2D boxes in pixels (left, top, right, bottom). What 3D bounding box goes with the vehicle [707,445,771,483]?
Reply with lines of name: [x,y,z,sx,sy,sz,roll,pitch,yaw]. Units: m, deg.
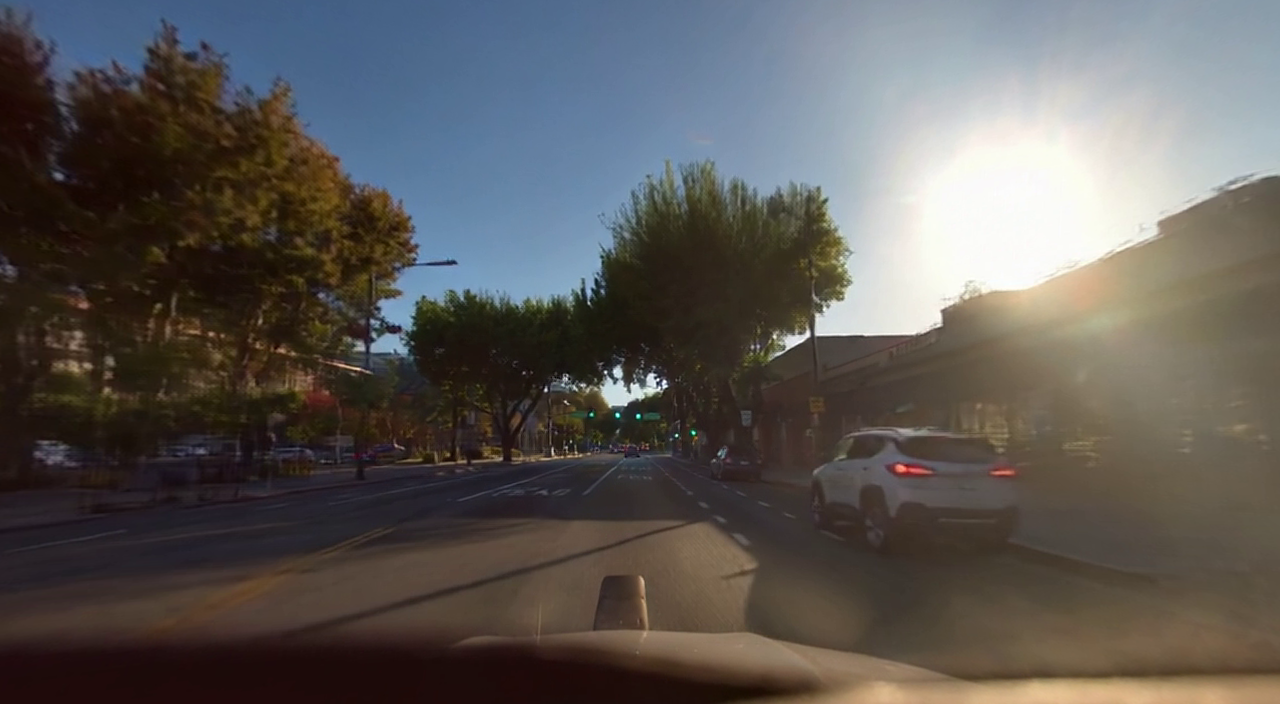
vehicle: [4.157,4.774,27.245,1.856,1.462,4.501,1,-8,-2]

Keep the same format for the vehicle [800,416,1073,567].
vehicle: [4.066,1.972,9.714,1.957,1.753,4.413,0,-8,-1]
